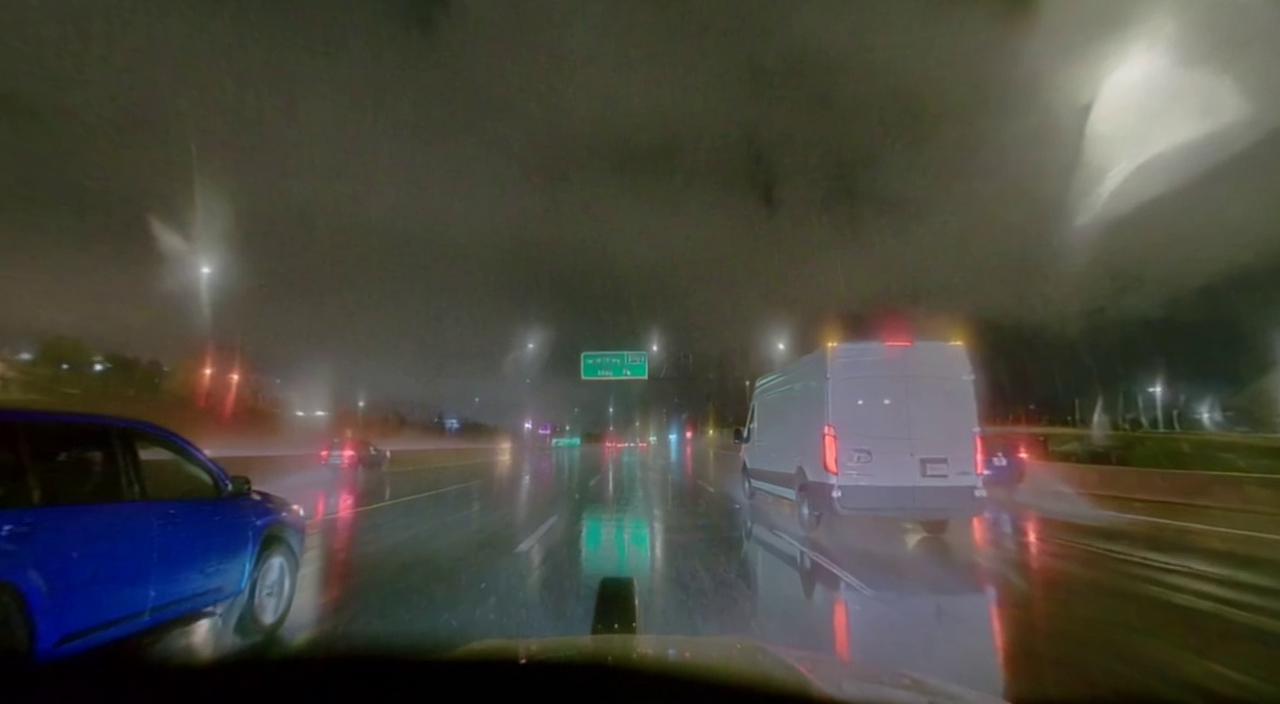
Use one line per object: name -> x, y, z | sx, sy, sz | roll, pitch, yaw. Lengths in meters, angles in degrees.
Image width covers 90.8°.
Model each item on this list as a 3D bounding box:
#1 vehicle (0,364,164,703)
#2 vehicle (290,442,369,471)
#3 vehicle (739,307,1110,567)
vehicle -> -3.954, 0.715, 1.743 | 2.000, 1.646, 4.201 | 0, -8, -1
vehicle -> -17.912, 6.027, 36.714 | 2.044, 1.573, 4.964 | 0, -8, 1
vehicle -> 3.486, 1.352, 10.025 | 2.629, 2.718, 6.740 | 0, -8, -1
